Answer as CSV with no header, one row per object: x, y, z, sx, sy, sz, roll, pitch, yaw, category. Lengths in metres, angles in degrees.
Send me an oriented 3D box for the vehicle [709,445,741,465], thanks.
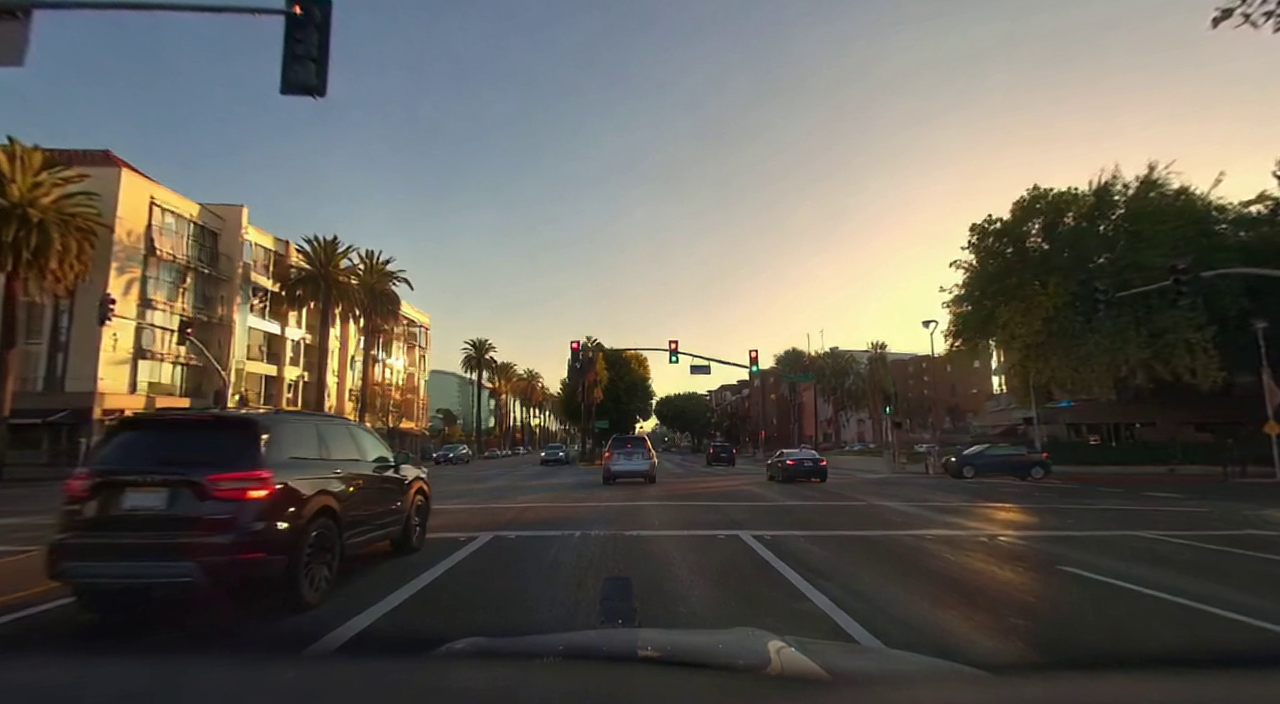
6.429,7.861,48.108,1.777,1.443,3.942,0,-8,-2,vehicle

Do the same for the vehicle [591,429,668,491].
-0.319,3.535,20.944,2.277,1.816,4.192,0,-8,0,vehicle

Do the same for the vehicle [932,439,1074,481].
15.373,4.580,26.972,4.722,1.695,2.121,-2,-9,11,vehicle

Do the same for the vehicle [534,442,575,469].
-5.342,6.518,39.790,2.028,1.489,4.386,-3,-8,-1,vehicle

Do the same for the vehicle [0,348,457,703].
-3.425,1.242,5.440,2.144,1.796,5.103,0,-8,0,vehicle

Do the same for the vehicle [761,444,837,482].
6.717,4.745,27.197,1.975,1.483,4.769,0,-8,-1,vehicle
